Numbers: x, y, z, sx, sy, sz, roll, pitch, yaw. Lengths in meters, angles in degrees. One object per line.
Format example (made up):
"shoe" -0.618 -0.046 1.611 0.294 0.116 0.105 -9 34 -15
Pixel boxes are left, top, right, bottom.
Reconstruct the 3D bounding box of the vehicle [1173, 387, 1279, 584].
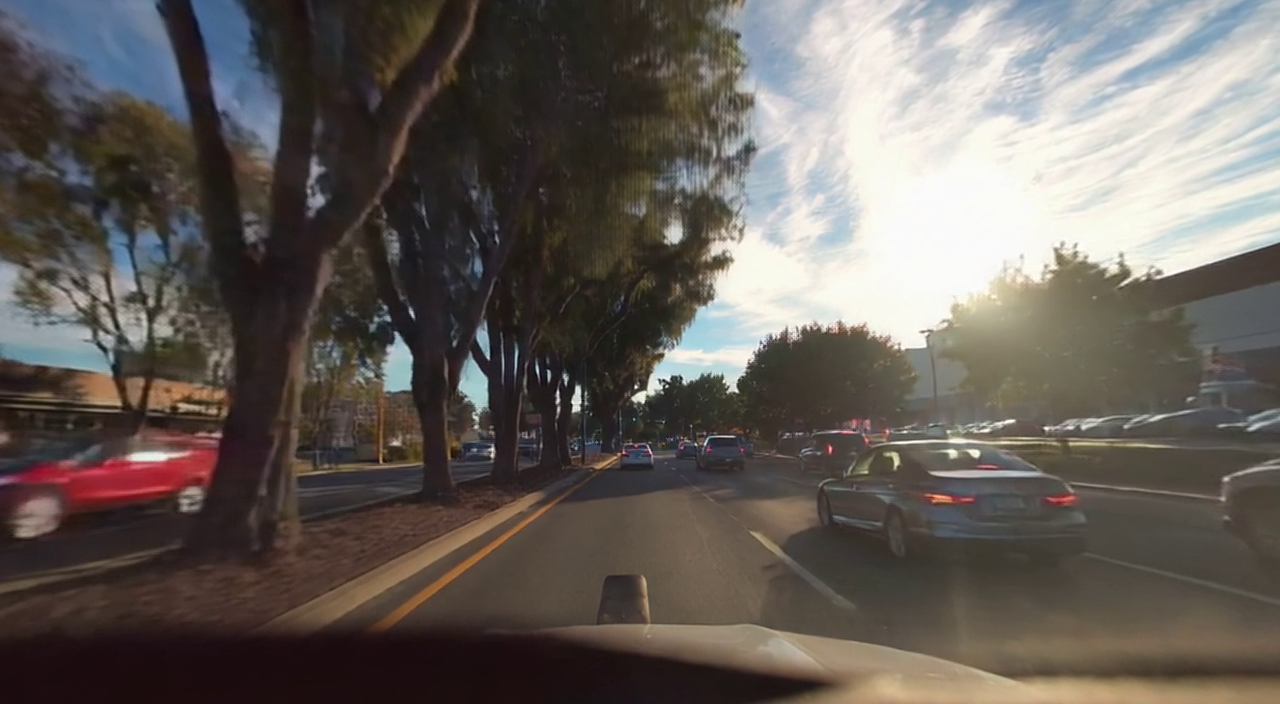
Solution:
"vehicle" 7.135 1.042 4.487 2.188 1.840 5.050 0 -9 0

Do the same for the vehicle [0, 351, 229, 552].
"vehicle" -8.310 1.245 7.873 2.396 2.216 5.698 0 -9 0

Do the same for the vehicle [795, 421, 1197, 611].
"vehicle" 3.415 1.664 7.376 2.010 1.490 4.639 0 -9 0

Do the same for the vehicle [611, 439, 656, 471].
"vehicle" -0.315 5.237 31.991 2.111 1.506 4.018 0 -9 0

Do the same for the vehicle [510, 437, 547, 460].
"vehicle" -8.077 7.033 45.755 1.939 1.574 3.820 0 -9 1

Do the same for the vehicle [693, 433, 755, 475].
"vehicle" 3.677 4.576 28.349 2.130 1.718 4.310 0 -9 -1
